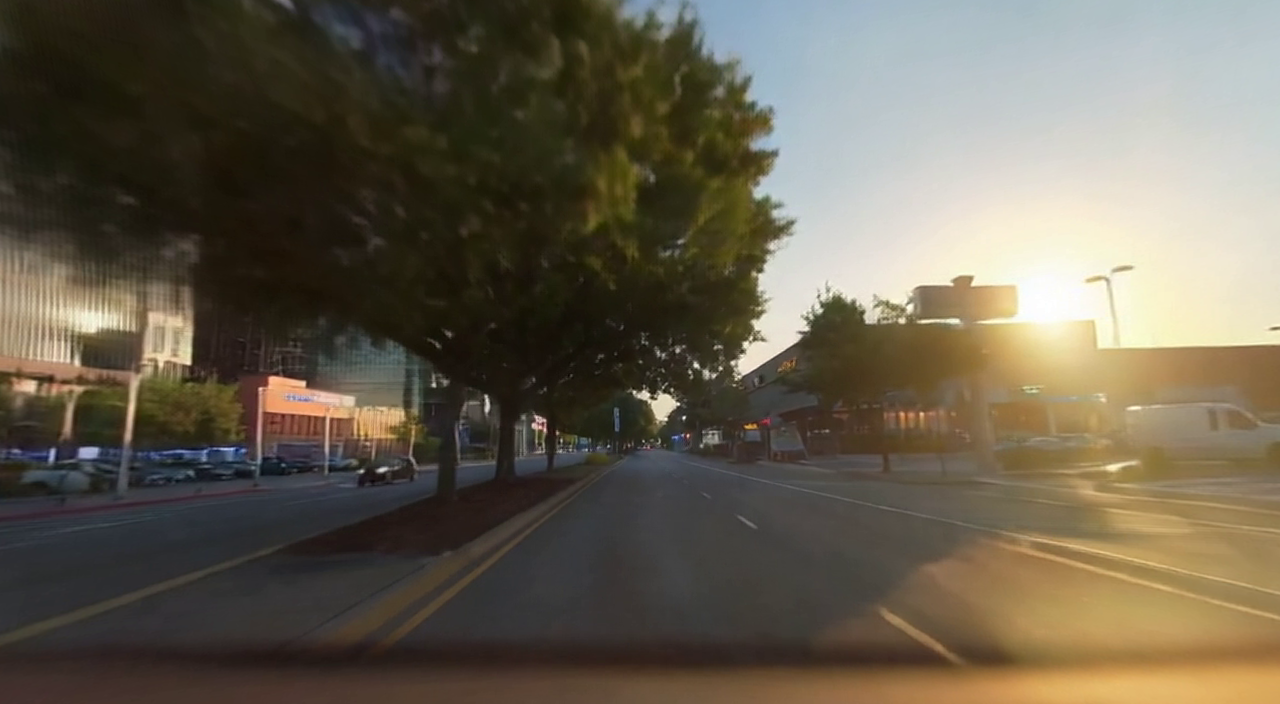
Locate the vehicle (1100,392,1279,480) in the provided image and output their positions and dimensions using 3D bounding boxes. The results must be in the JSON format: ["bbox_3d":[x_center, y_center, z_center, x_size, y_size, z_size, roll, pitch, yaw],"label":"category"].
[{"bbox_3d":[25.784,4.020,29.869,2.724,3.646,7.111,0,-9,2],"label":"vehicle"}]

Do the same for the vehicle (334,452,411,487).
[{"bbox_3d":[-12.323,5.422,29.391,1.857,1.483,3.791,0,-8,0],"label":"vehicle"}]

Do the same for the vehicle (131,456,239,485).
[{"bbox_3d":[-26.505,6.908,37.015,4.786,1.486,1.936,4,-9,-27],"label":"vehicle"}]
